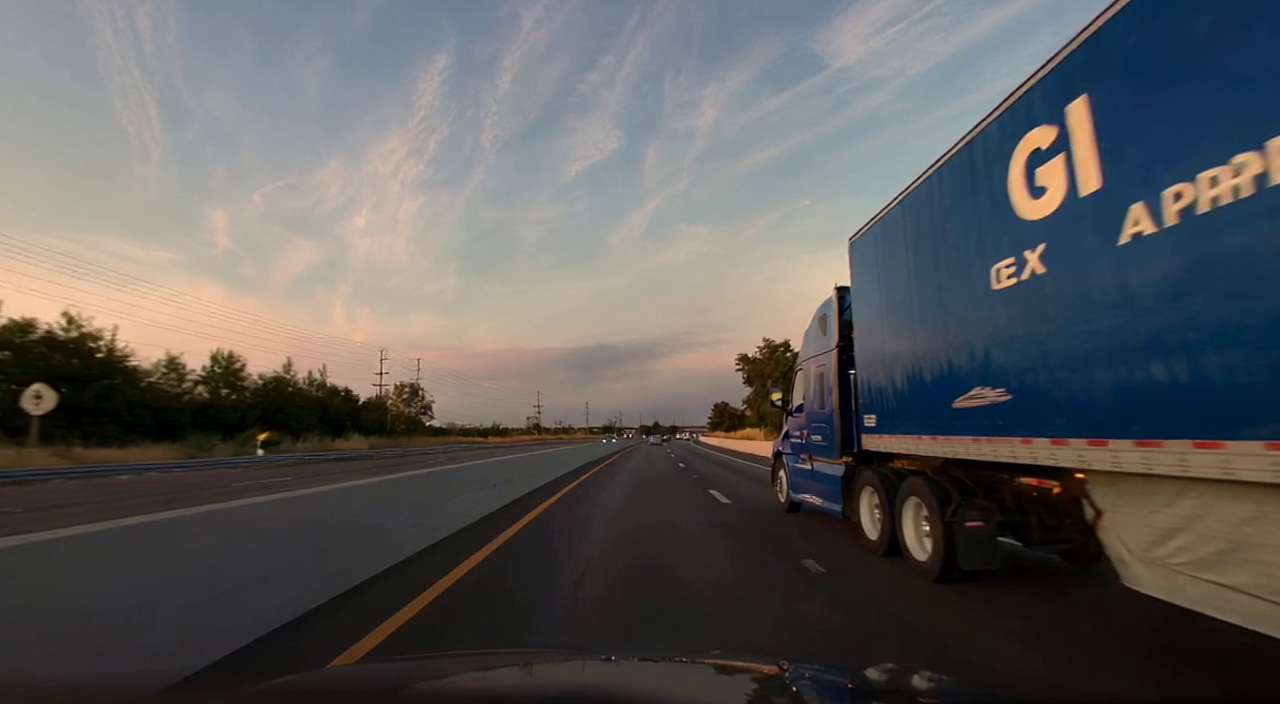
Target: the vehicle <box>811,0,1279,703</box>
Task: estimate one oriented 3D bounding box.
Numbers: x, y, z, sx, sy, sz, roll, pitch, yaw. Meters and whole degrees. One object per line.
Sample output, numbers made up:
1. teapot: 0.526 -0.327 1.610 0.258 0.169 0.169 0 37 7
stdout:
1. vehicle: 4.029 -0.365 2.281 3.013 4.076 13.783 0 -8 0
